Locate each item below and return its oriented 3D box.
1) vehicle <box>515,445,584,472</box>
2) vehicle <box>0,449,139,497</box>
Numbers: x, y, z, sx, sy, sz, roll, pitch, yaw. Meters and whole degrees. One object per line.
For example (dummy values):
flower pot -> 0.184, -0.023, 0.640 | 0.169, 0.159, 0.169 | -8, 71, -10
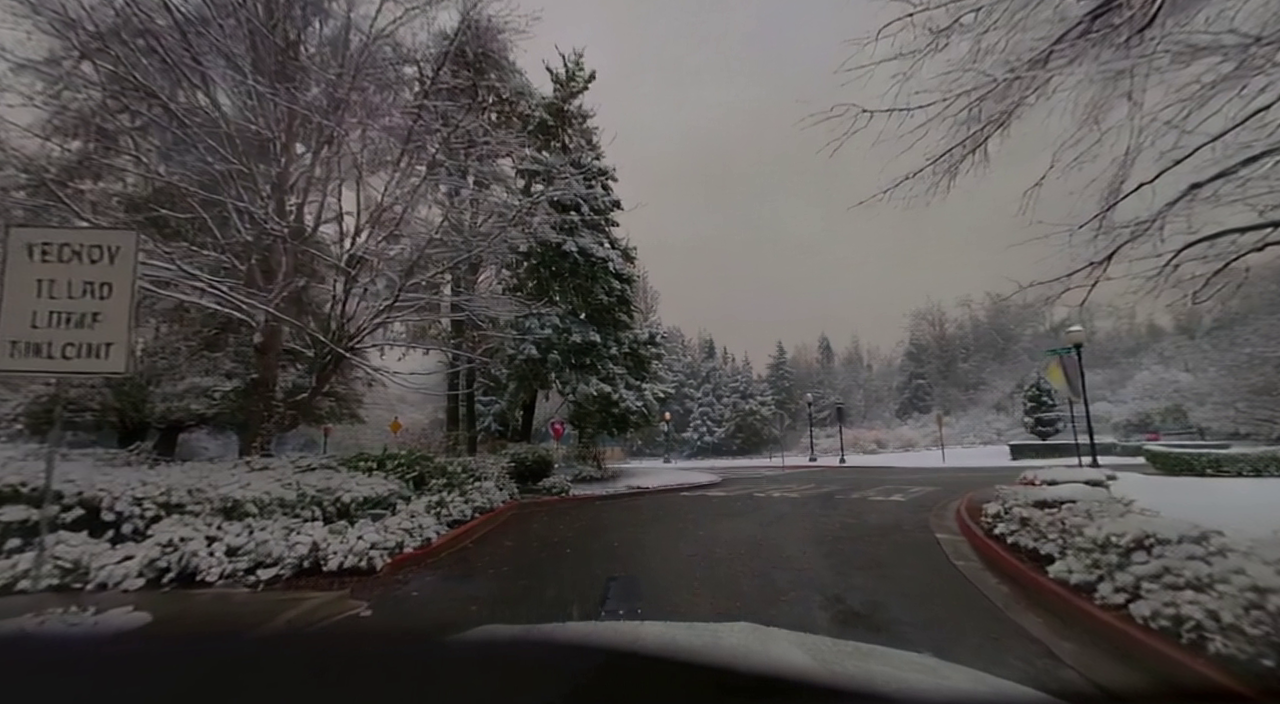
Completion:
vehicle -> -5.999, 6.983, 41.503 | 4.490, 1.672, 2.019 | -8, -11, 41
vehicle -> -21.795, 4.476, 23.798 | 2.088, 1.581, 4.345 | -1, -8, 4
